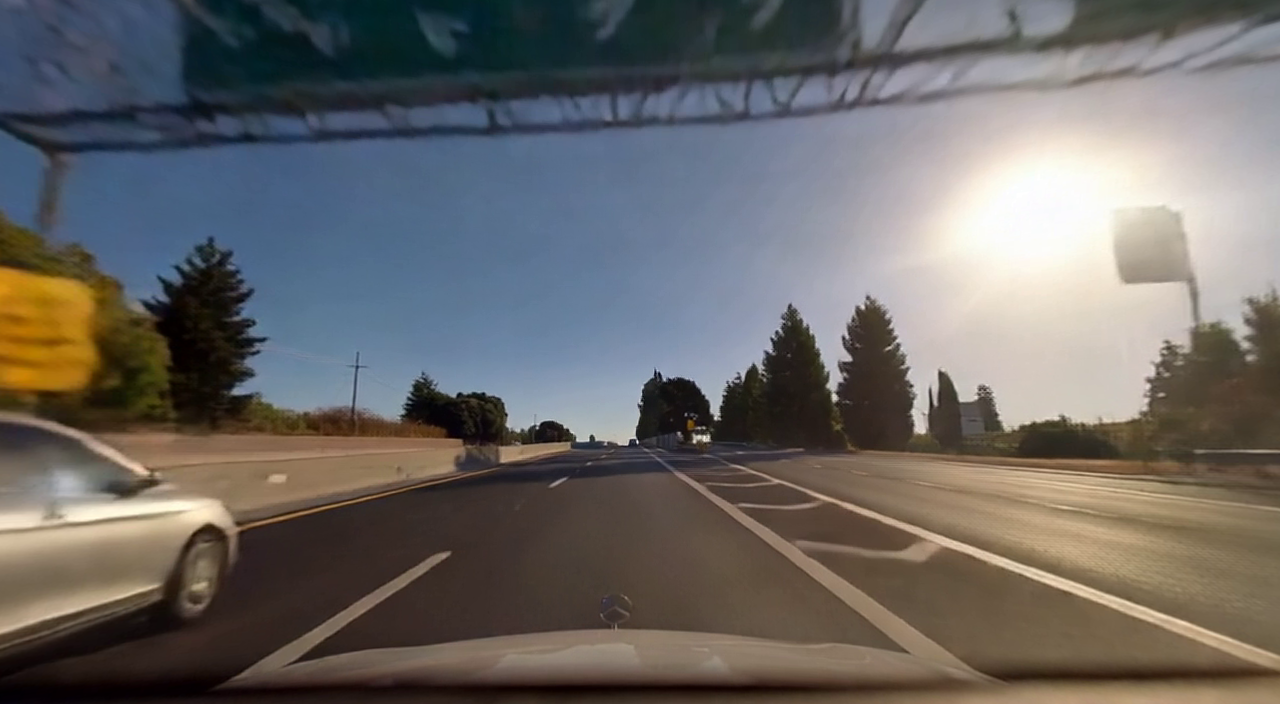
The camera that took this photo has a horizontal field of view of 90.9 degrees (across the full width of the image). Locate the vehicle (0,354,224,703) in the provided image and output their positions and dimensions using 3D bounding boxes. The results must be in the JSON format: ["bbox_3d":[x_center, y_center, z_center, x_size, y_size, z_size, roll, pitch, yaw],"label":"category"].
[{"bbox_3d":[-3.937,0.750,2.178,2.129,1.641,4.263,0,-7,-1],"label":"vehicle"}]
